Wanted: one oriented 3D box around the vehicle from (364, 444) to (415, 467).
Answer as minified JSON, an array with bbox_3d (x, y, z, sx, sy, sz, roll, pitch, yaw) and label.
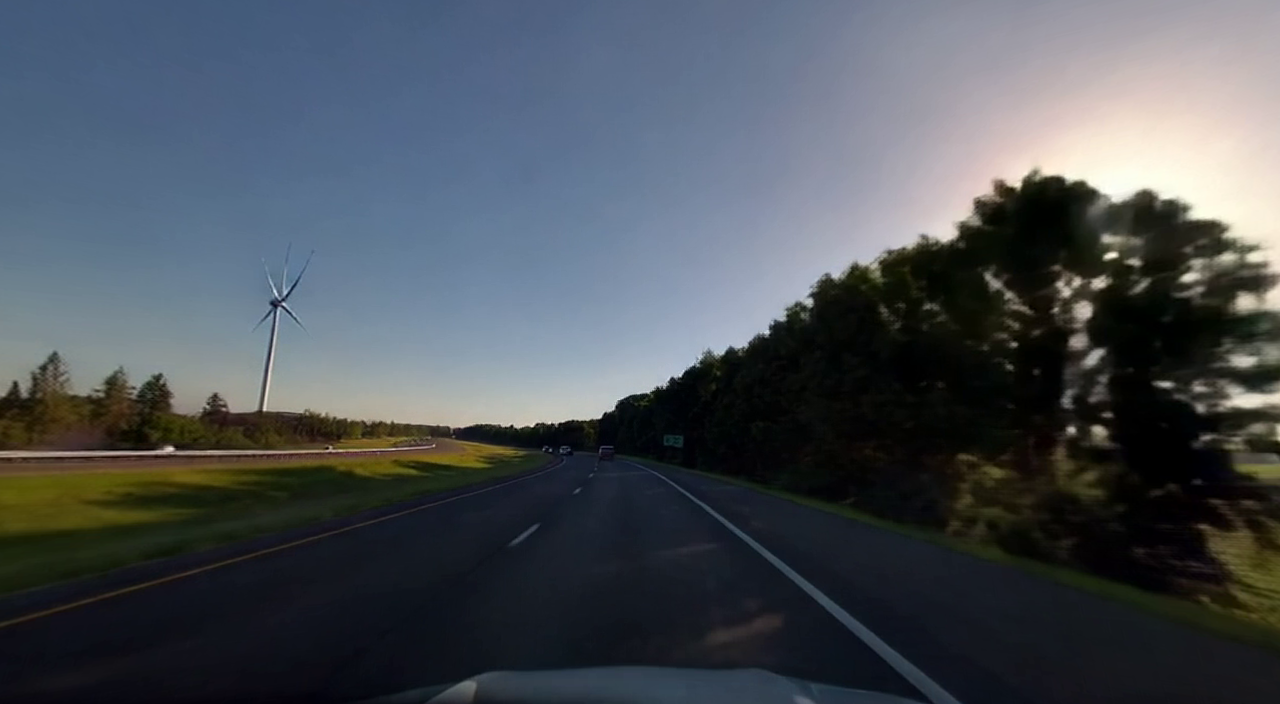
[{"bbox_3d":[-17.589,7.293,44.550,1.879,1.547,4.378,0,-9,-2],"label":"vehicle"}]
